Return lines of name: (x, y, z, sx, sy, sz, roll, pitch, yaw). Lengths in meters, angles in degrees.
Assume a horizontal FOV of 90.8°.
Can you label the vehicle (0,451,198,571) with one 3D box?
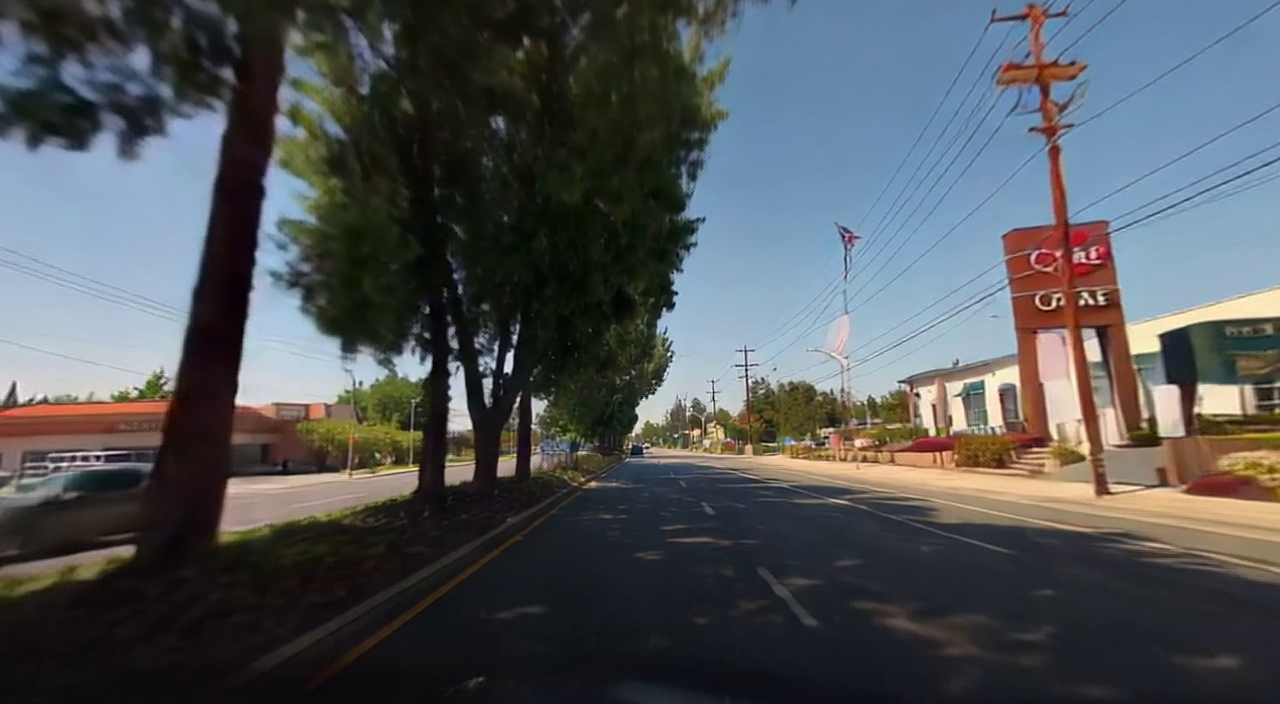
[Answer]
vehicle: (-9.183, 2.250, 9.325, 1.900, 1.488, 4.675, 0, -8, 0)
